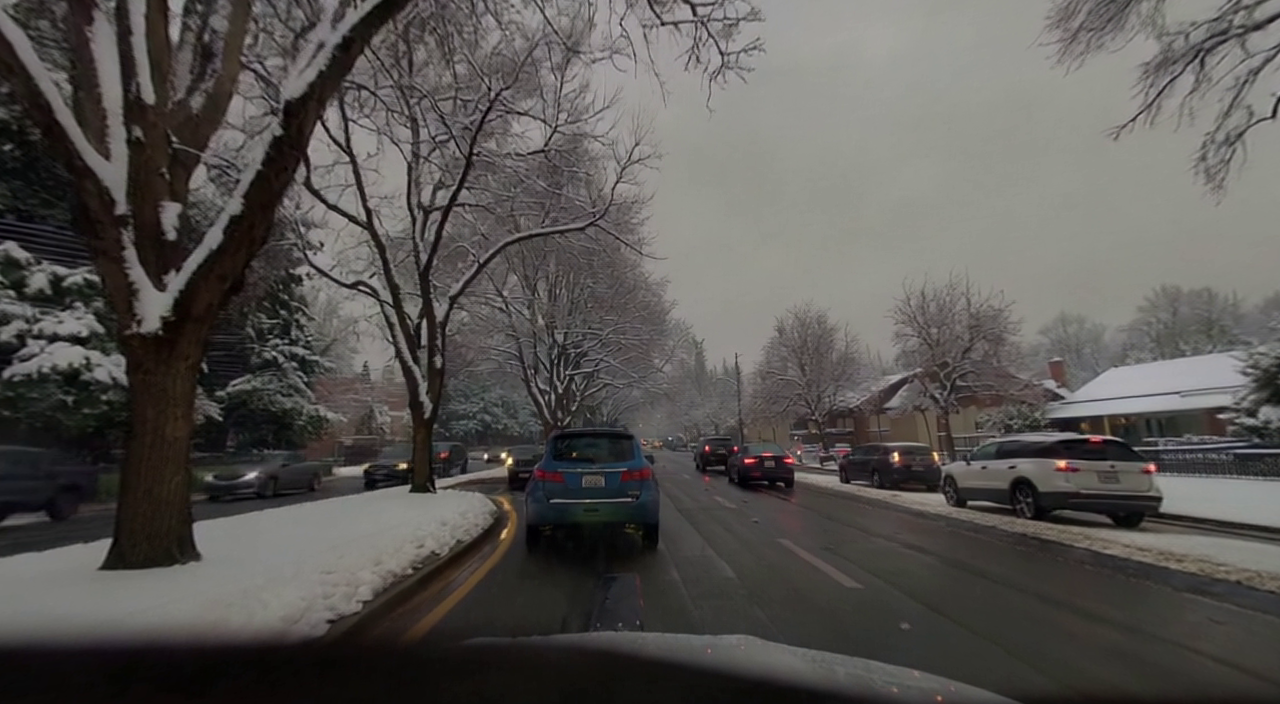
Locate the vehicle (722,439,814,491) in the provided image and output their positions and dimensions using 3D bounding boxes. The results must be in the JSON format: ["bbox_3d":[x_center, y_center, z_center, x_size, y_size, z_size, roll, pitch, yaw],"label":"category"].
[{"bbox_3d":[4.007,3.625,20.625,2.175,1.477,4.520,0,-8,1],"label":"vehicle"}]

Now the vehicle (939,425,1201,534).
[{"bbox_3d":[7.871,2.350,12.249,2.168,1.709,4.289,0,-8,3],"label":"vehicle"}]

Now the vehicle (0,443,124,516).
[{"bbox_3d":[-16.799,3.305,16.595,2.027,1.789,5.259,0,-8,0],"label":"vehicle"}]

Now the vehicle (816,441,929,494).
[{"bbox_3d":[7.245,3.619,20.214,1.977,1.485,4.308,0,-8,0],"label":"vehicle"}]

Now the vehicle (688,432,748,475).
[{"bbox_3d":[3.533,4.727,29.575,2.114,1.846,4.659,0,-8,-1],"label":"vehicle"}]

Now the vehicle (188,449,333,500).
[{"bbox_3d":[-11.954,3.860,20.358,1.866,1.404,4.507,0,-8,0],"label":"vehicle"}]

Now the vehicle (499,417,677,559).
[{"bbox_3d":[-0.769,1.894,9.462,2.106,1.655,3.717,1,-8,-5],"label":"vehicle"}]

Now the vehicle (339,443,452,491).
[{"bbox_3d":[-8.324,3.930,22.045,2.039,1.466,4.553,0,-8,1],"label":"vehicle"}]
